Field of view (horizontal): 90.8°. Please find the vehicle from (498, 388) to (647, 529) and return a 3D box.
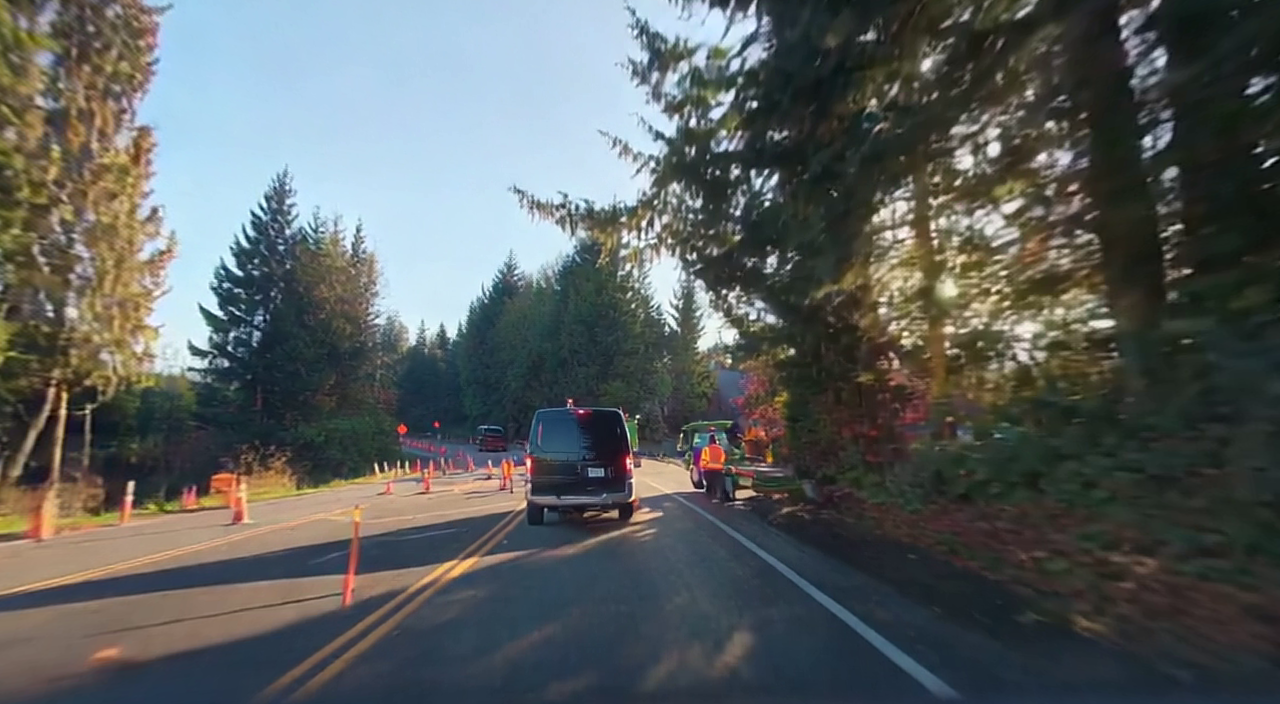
[{"bbox_3d":[-1.176,2.066,12.586,2.362,2.223,4.892,0,-9,-3],"label":"vehicle"}]
